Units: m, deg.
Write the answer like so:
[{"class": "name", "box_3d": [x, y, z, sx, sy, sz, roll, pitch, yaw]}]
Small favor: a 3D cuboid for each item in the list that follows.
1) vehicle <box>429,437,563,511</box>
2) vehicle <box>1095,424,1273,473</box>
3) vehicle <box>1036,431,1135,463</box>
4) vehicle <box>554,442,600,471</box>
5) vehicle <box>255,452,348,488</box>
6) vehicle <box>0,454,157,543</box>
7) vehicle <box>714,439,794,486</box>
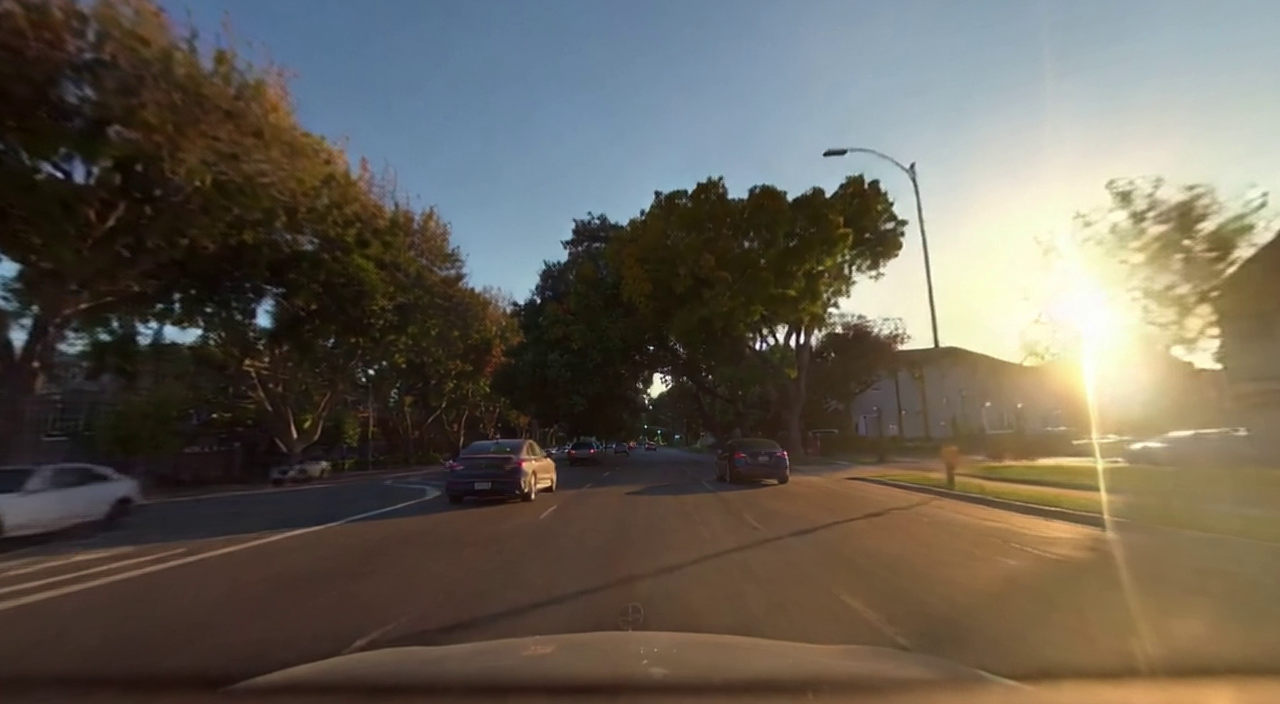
[{"class": "vehicle", "box_3d": [-3.192, 2.805, 15.017, 2.053, 1.480, 4.381, 0, -8, 1]}, {"class": "vehicle", "box_3d": [18.060, 3.260, 21.281, 1.843, 1.484, 4.526, 0, -9, -2]}, {"class": "vehicle", "box_3d": [24.089, 5.138, 34.295, 1.754, 1.461, 4.491, -3, -8, -6]}, {"class": "vehicle", "box_3d": [-3.451, 5.858, 35.487, 1.988, 1.497, 4.404, 0, -8, 2]}, {"class": "vehicle", "box_3d": [-19.186, 6.653, 36.043, 2.240, 1.805, 5.313, 0, -8, 2]}, {"class": "vehicle", "box_3d": [-12.457, 2.879, 12.760, 1.868, 1.522, 4.326, 0, -8, 1]}, {"class": "vehicle", "box_3d": [3.867, 3.836, 22.214, 2.010, 1.486, 4.498, 0, -8, 0]}]
